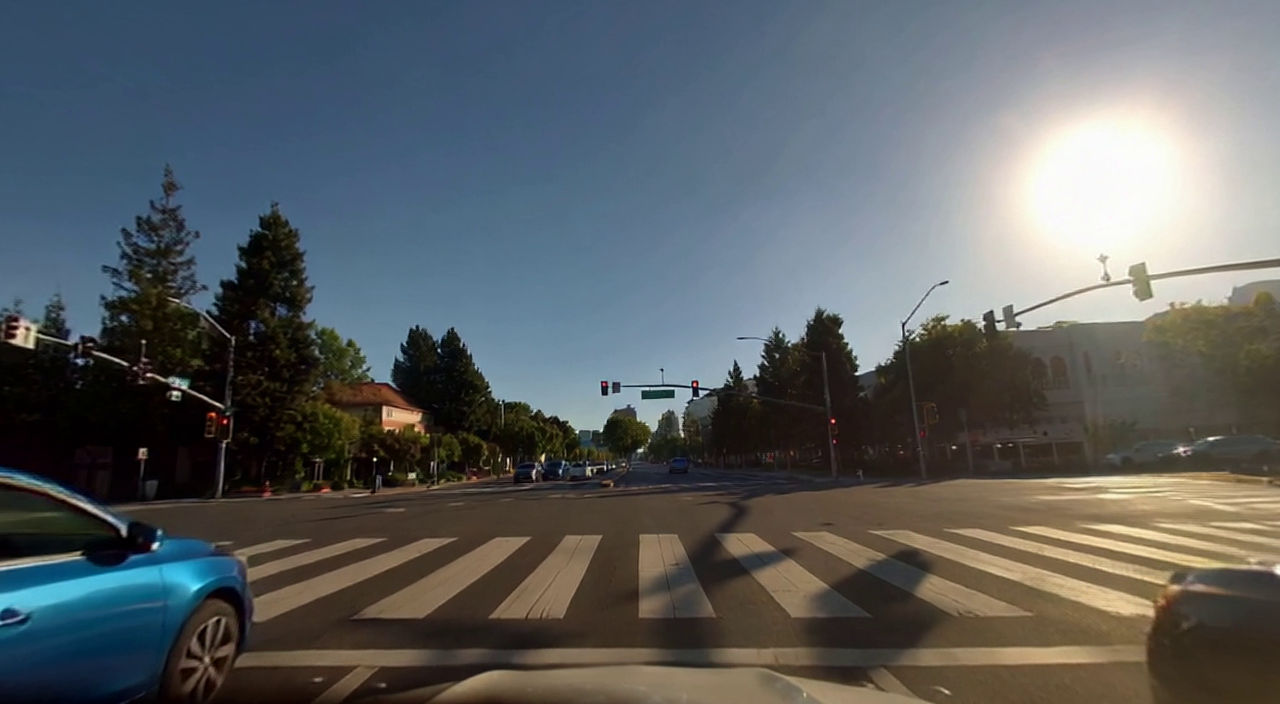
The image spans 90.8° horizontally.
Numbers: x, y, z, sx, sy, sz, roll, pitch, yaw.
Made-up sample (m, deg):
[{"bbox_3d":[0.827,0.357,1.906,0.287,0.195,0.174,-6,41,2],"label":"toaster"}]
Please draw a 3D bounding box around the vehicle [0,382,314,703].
[{"bbox_3d":[-2.995,0.852,1.906,1.969,1.513,3.773,0,-9,0],"label":"vehicle"}]

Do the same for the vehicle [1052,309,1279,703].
[{"bbox_3d":[2.873,0.515,0.457,2.099,1.671,4.491,0,-9,0],"label":"vehicle"}]
